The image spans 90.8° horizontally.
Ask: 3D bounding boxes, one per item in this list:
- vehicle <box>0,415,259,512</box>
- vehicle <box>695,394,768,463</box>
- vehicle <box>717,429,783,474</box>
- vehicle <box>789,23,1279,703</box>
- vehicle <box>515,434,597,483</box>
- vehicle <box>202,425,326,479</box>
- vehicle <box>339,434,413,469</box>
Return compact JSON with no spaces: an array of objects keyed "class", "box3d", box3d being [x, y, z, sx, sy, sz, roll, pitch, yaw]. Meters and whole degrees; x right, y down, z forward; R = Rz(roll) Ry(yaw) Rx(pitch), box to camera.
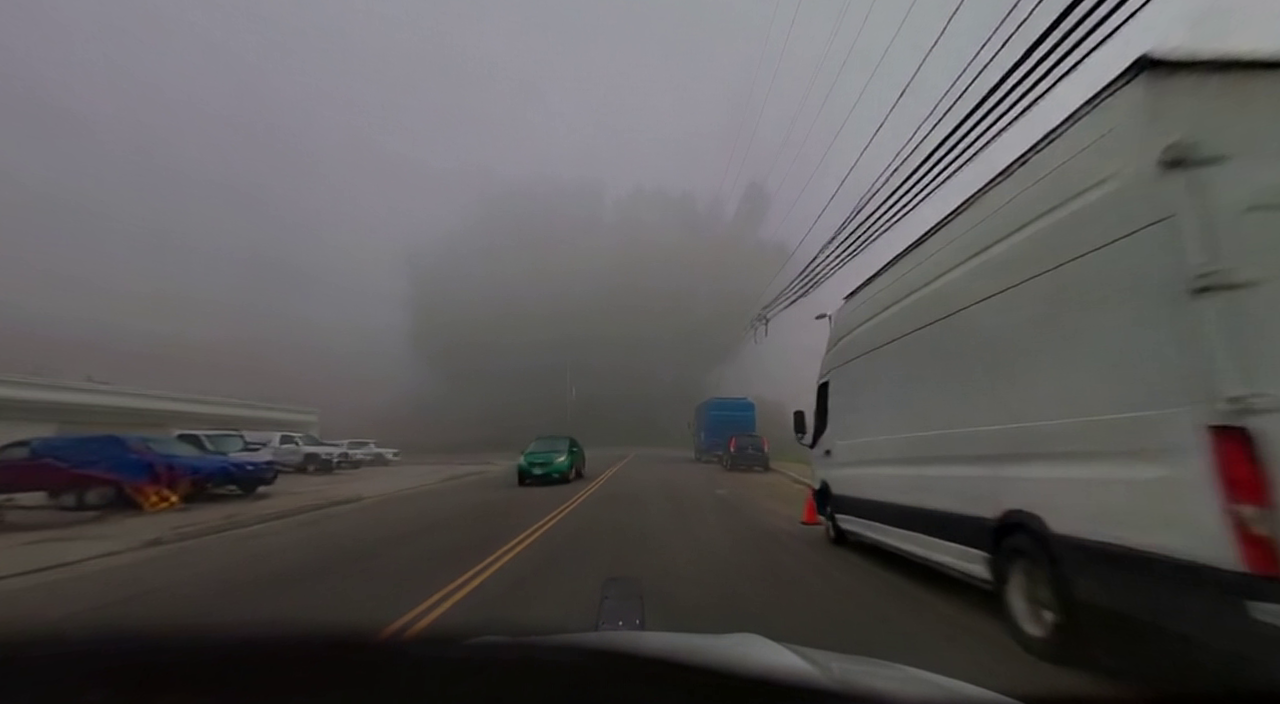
[{"class":"vehicle","box3d":[-12.301,2.660,15.701,2.287,1.975,5.511,0,-8,-1]},{"class":"vehicle","box3d":[4.694,4.180,33.897,3.058,3.269,7.674,0,-8,2]},{"class":"vehicle","box3d":[4.471,4.122,26.338,1.892,1.696,4.332,0,-8,-1]},{"class":"vehicle","box3d":[3.876,0.681,6.277,2.871,3.301,7.433,0,-8,-1]},{"class":"vehicle","box3d":[-2.729,3.573,21.655,1.988,1.479,4.485,-1,-8,3]},{"class":"vehicle","box3d":[-16.185,4.383,27.669,2.150,1.999,5.425,3,-9,-2]},{"class":"vehicle","box3d":[-13.821,5.227,33.389,2.078,1.674,4.652,-1,-8,-2]}]
